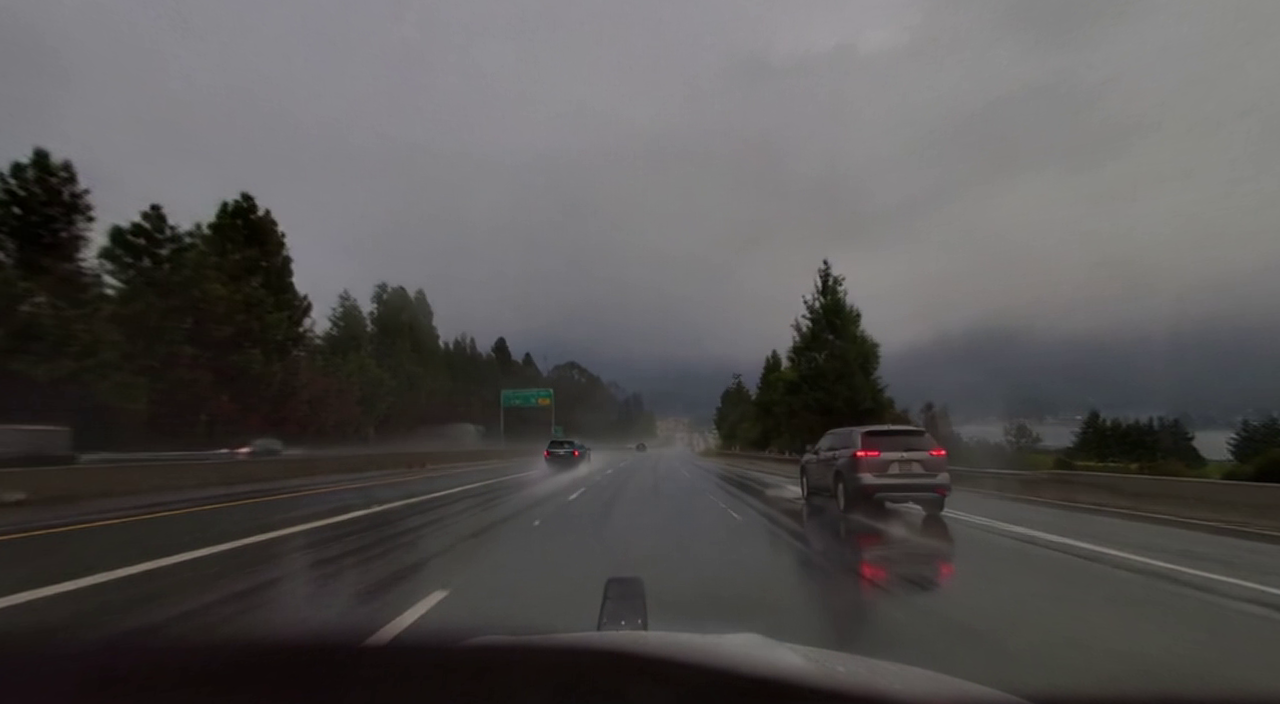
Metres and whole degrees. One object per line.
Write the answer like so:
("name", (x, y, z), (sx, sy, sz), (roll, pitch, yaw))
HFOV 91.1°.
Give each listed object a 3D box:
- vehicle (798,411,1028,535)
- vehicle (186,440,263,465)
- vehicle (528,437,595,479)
("vehicle", (4.577, 2.102, 11.506), (2.149, 1.796, 4.487), (0, -8, 0))
("vehicle", (-27.710, 6.717, 42.070), (1.883, 1.586, 4.599), (-1, -8, 2))
("vehicle", (-3.189, 4.398, 26.390), (2.166, 1.608, 4.297), (0, -8, 2))
